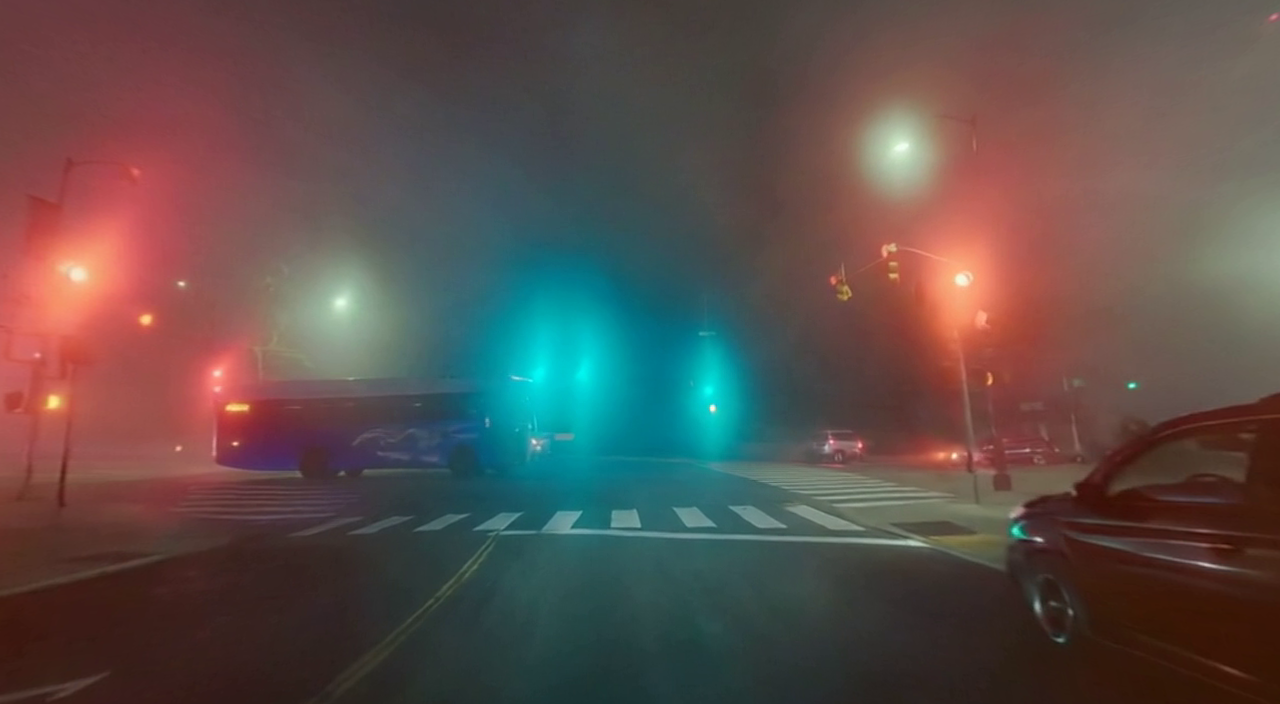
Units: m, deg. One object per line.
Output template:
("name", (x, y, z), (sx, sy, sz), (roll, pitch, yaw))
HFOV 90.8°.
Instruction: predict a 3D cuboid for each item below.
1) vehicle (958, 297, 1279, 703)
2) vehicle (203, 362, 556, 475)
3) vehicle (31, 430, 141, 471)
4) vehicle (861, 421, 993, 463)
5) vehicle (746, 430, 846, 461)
("vehicle", (3.530, 0.774, 2.582), (2.052, 1.929, 4.747), (-1, -8, 2))
("vehicle", (-8.413, 2.307, 21.448), (10.621, 3.479, 3.025), (-1, -8, 2))
("vehicle", (-28.246, 4.992, 32.246), (4.145, 1.585, 1.727), (-5, -3, 2))
("vehicle", (14.055, 4.464, 31.203), (5.450, 1.844, 2.011), (-2, -9, 2))
("vehicle", (7.670, 4.642, 31.377), (4.451, 1.422, 1.744), (0, -8, 0))
